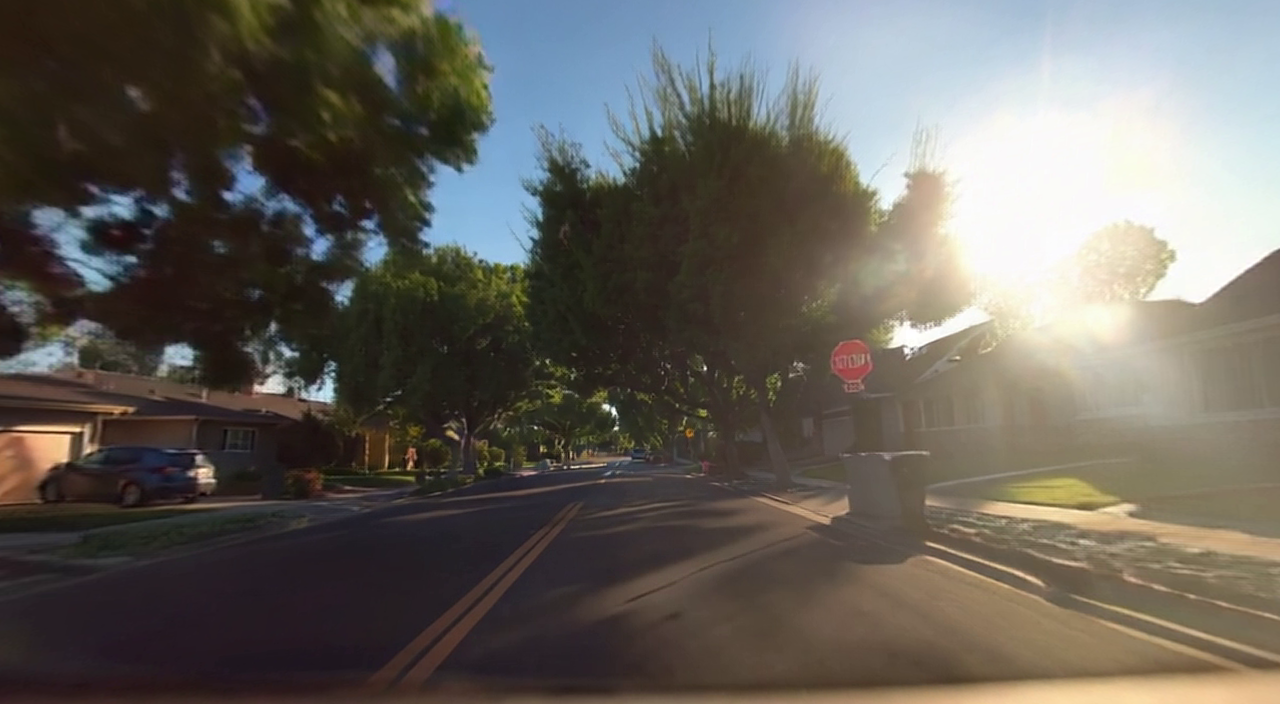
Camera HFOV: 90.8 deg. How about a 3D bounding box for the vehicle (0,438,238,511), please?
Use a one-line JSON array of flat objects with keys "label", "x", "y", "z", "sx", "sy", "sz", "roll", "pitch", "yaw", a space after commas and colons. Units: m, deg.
[{"label": "vehicle", "x": -14.363, "y": 3.354, "z": 17.599, "sx": 4.809, "sy": 1.865, "sz": 2.093, "roll": 0, "pitch": -9, "yaw": -2}]
